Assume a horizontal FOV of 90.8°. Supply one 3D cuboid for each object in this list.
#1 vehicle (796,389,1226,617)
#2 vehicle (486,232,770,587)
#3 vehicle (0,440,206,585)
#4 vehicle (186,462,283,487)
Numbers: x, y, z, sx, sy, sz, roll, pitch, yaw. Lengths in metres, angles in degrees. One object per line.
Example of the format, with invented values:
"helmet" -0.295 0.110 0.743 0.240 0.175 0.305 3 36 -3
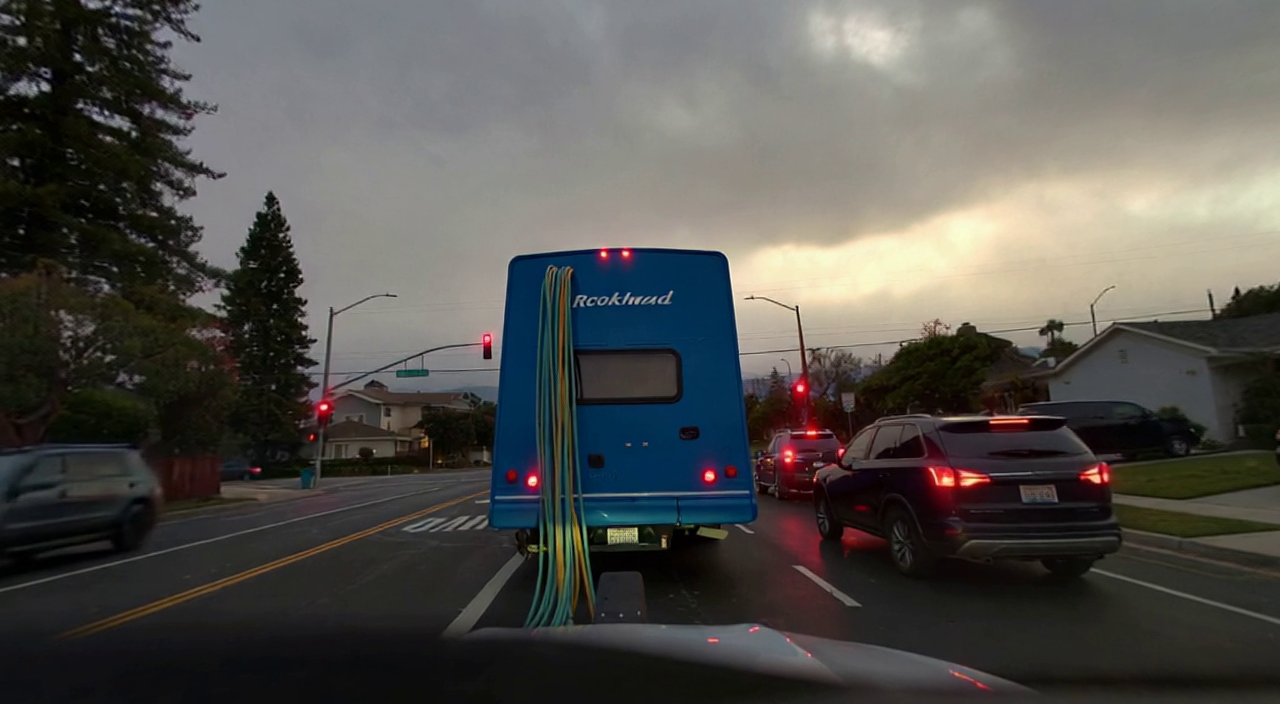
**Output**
"vehicle" 3.408 1.489 7.130 2.104 1.735 4.408 0 -9 0
"vehicle" -0.101 1.112 10.350 2.709 3.511 8.213 0 -9 0
"vehicle" -8.741 2.129 8.937 2.110 1.713 4.449 0 -9 -2
"vehicle" -26.768 8.076 41.861 4.954 1.506 2.014 0 -9 -3
